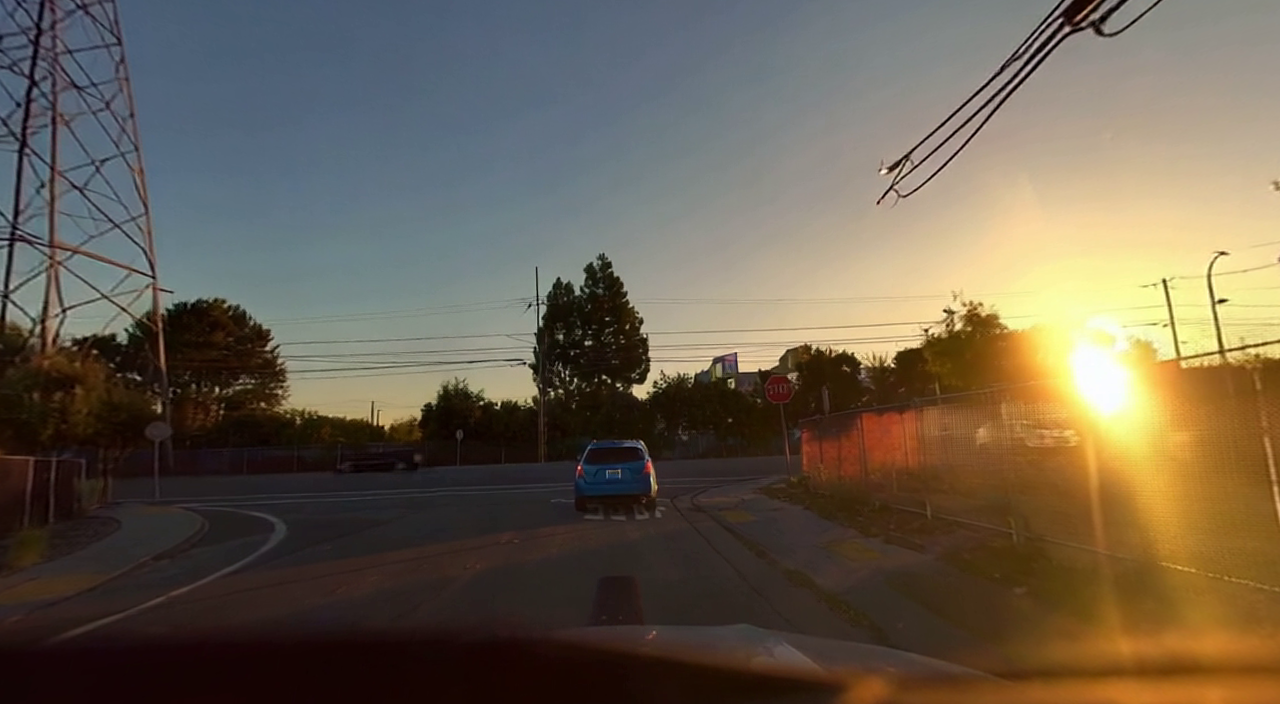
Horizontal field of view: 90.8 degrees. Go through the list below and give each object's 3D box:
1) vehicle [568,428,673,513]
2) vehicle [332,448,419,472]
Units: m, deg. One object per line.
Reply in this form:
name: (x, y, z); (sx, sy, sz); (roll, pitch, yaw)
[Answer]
vehicle: (-0.529, 2.730, 15.047); (2.137, 1.698, 4.166); (0, -8, -4)
vehicle: (-17.056, 7.001, 40.987); (4.840, 1.478, 1.794); (1, -8, -8)
